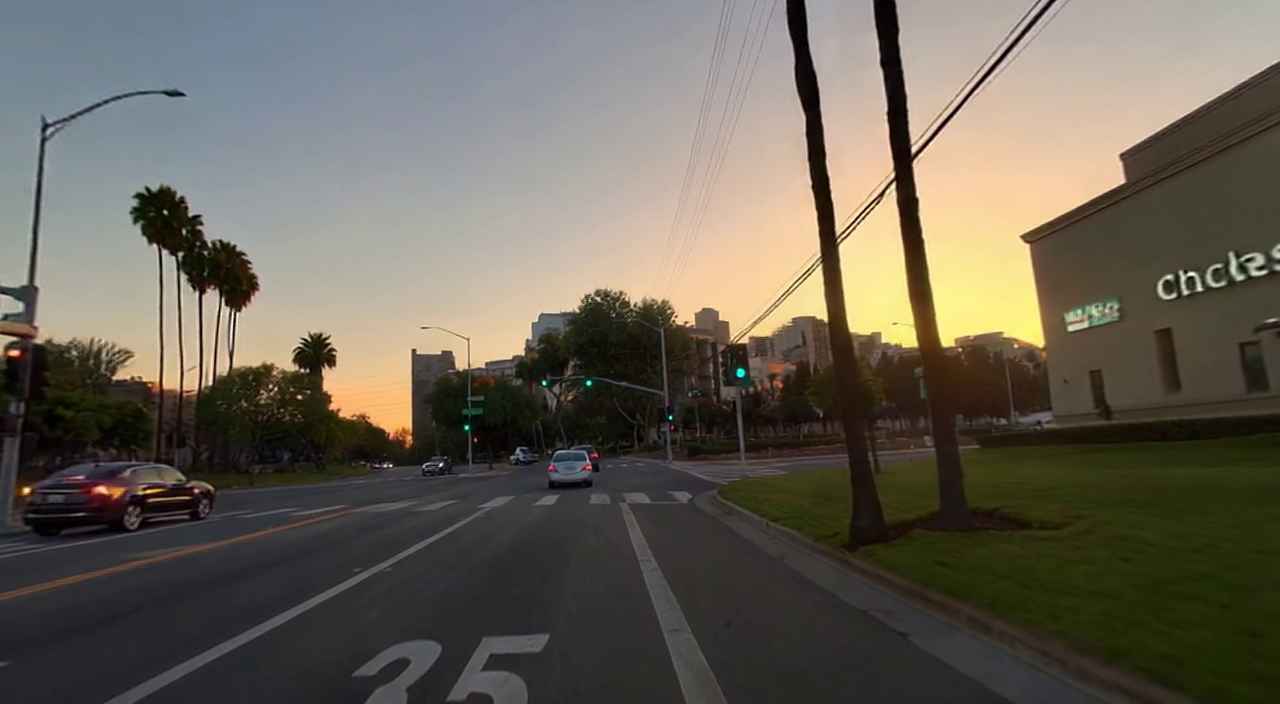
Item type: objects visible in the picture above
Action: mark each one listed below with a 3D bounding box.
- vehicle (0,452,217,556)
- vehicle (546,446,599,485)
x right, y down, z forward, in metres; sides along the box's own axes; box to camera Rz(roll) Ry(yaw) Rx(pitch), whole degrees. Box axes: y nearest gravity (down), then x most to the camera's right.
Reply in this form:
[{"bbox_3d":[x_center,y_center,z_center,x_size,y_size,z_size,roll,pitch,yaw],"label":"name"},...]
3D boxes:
[{"bbox_3d":[-11.945,3.163,13.969,2.050,1.811,4.752,0,-8,-3],"label":"vehicle"},{"bbox_3d":[-2.769,4.761,26.813,2.063,1.474,4.334,0,-8,-3],"label":"vehicle"}]
